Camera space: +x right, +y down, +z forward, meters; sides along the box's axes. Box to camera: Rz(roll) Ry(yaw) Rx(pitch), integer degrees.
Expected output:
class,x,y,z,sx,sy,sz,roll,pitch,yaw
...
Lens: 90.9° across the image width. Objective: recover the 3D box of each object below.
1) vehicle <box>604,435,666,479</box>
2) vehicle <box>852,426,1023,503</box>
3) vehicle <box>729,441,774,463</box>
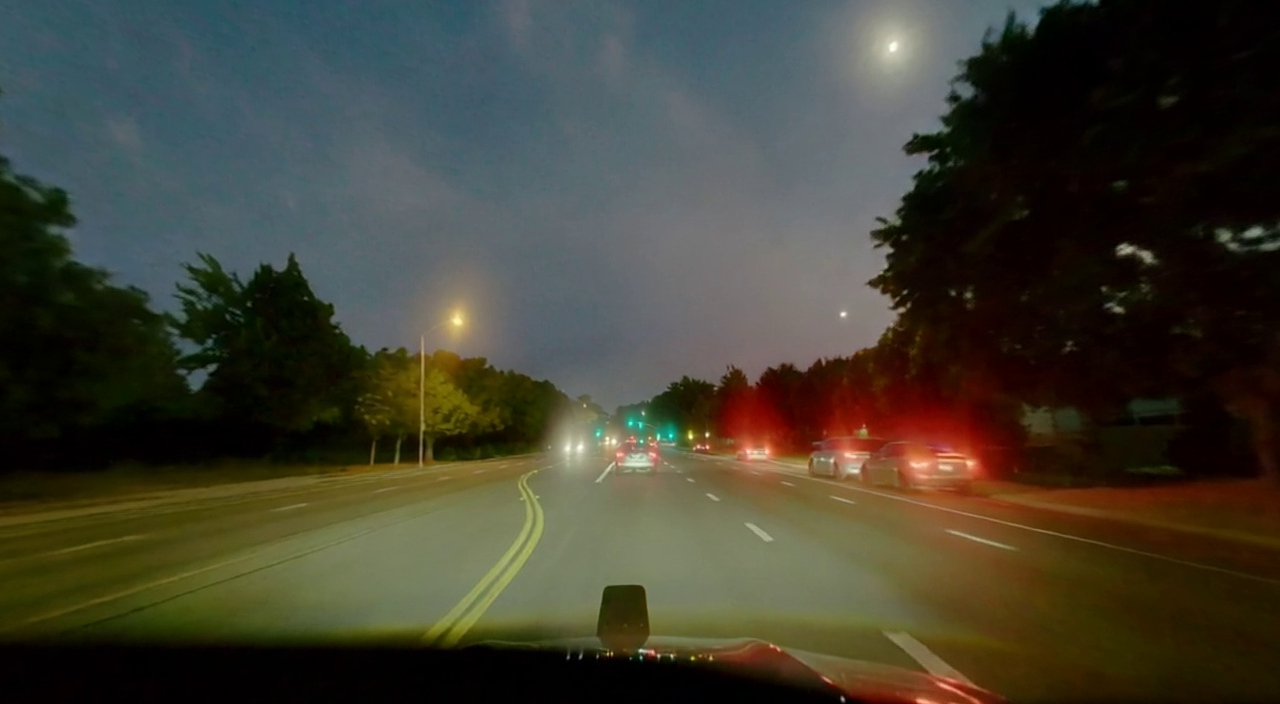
class,x,y,z,sx,sy,sz,roll,pitch,yaw
vehicle,-0.205,3.890,23.563,2.099,1.470,4.302,0,-8,-1
vehicle,7.972,3.051,17.624,2.185,1.818,5.038,1,-8,-2
vehicle,7.816,7.058,44.711,2.131,1.474,4.752,0,-8,-2
